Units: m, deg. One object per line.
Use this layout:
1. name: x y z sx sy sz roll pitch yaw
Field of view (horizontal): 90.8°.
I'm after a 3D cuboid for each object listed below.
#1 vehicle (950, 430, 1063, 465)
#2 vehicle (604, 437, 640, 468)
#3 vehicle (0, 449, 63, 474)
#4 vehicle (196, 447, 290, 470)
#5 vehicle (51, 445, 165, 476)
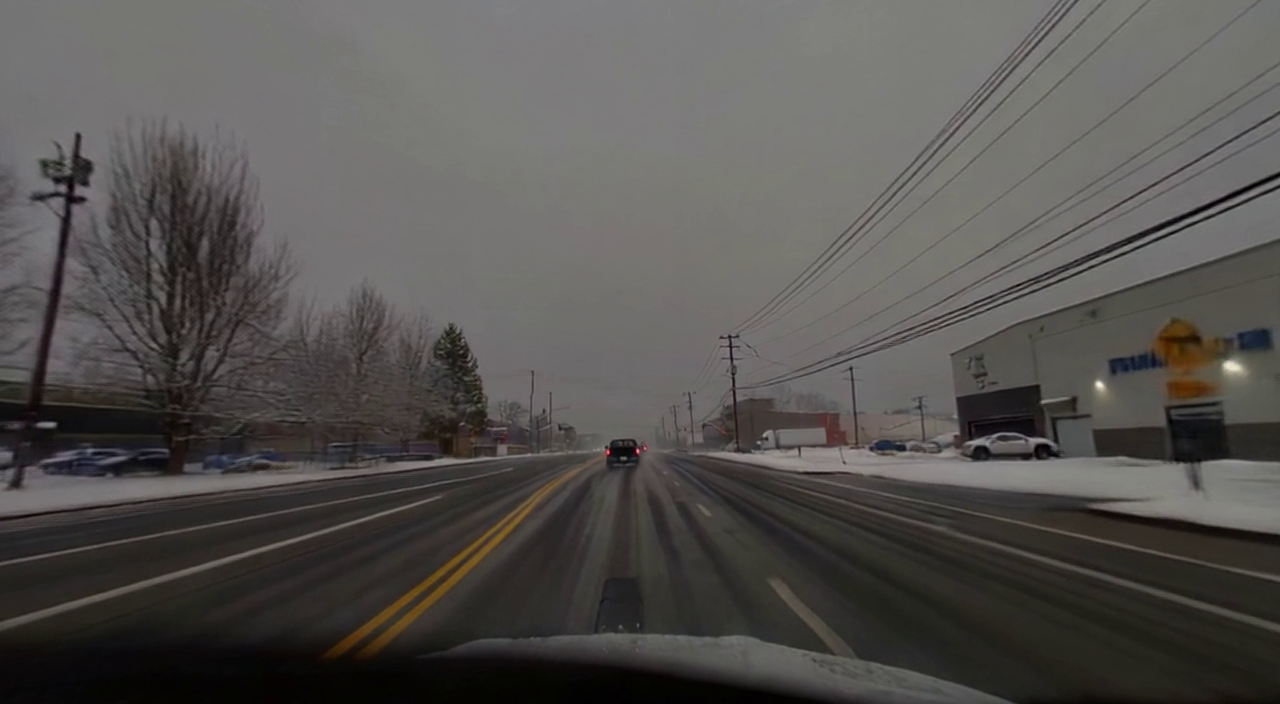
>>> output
1. vehicle: 23.208 6.071 40.214 5.669 2.073 2.297 -1 -8 2
2. vehicle: -0.986 5.604 35.352 1.937 1.588 3.746 0 -8 -1
3. vehicle: -39.612 6.910 39.778 4.525 1.491 1.908 0 -8 -1
4. vehicle: -26.510 7.085 42.305 4.728 1.431 2.287 0 -8 -2
5. vehicle: -26.619 5.416 31.719 3.983 1.472 1.898 0 -8 0
